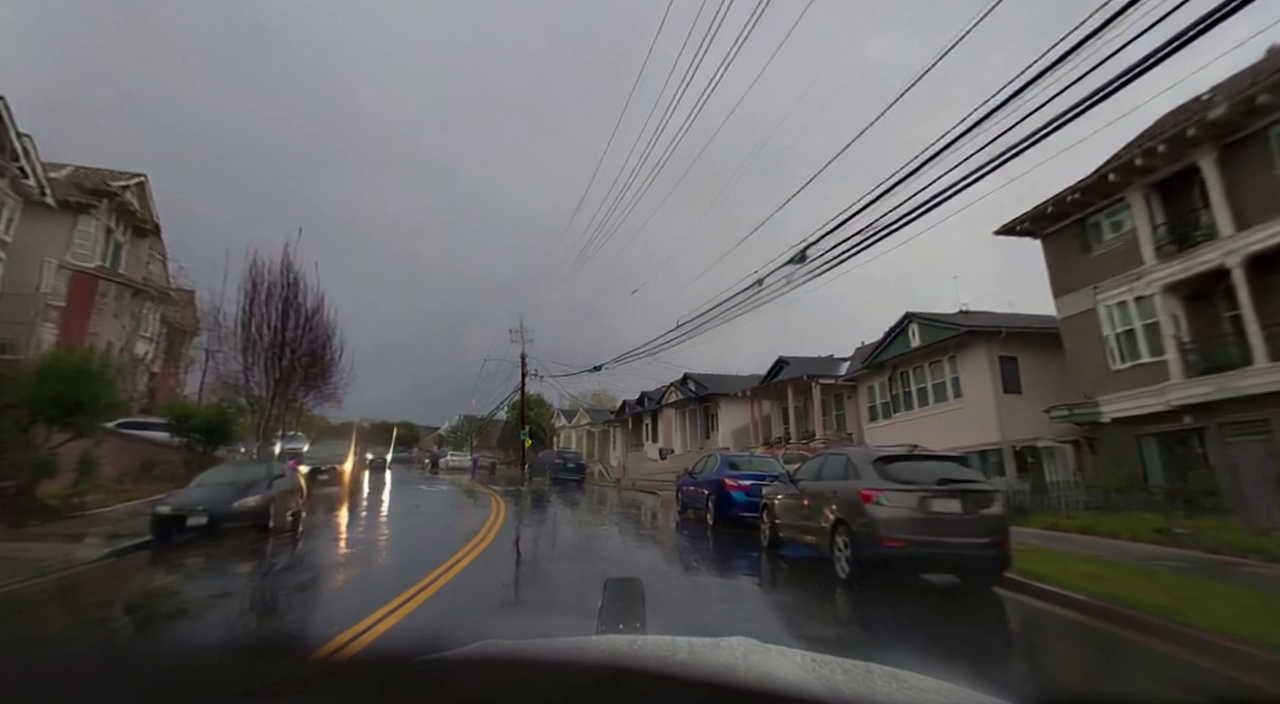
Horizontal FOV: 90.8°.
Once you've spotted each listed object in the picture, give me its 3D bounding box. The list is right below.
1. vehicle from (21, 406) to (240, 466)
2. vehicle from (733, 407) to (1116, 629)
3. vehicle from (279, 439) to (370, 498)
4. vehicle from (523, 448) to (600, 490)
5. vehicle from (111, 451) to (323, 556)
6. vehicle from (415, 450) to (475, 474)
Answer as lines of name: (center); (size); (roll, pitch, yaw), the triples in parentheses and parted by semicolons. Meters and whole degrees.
vehicle: (-18.154, 3.098, 23.057); (5.822, 1.956, 2.355); (5, -10, -31)
vehicle: (2.719, 1.696, 7.570); (1.974, 1.769, 4.610); (1, -9, -7)
vehicle: (-10.199, 3.748, 20.802); (2.023, 1.674, 4.556); (3, -9, -19)
vehicle: (-3.754, 5.392, 29.442); (1.994, 1.682, 4.750); (9, -12, -25)
vehicle: (-7.741, 2.718, 12.042); (2.003, 1.447, 3.642); (-3, -8, -10)
vehicle: (-13.258, 7.406, 42.770); (1.923, 1.531, 4.568); (8, -12, -44)
